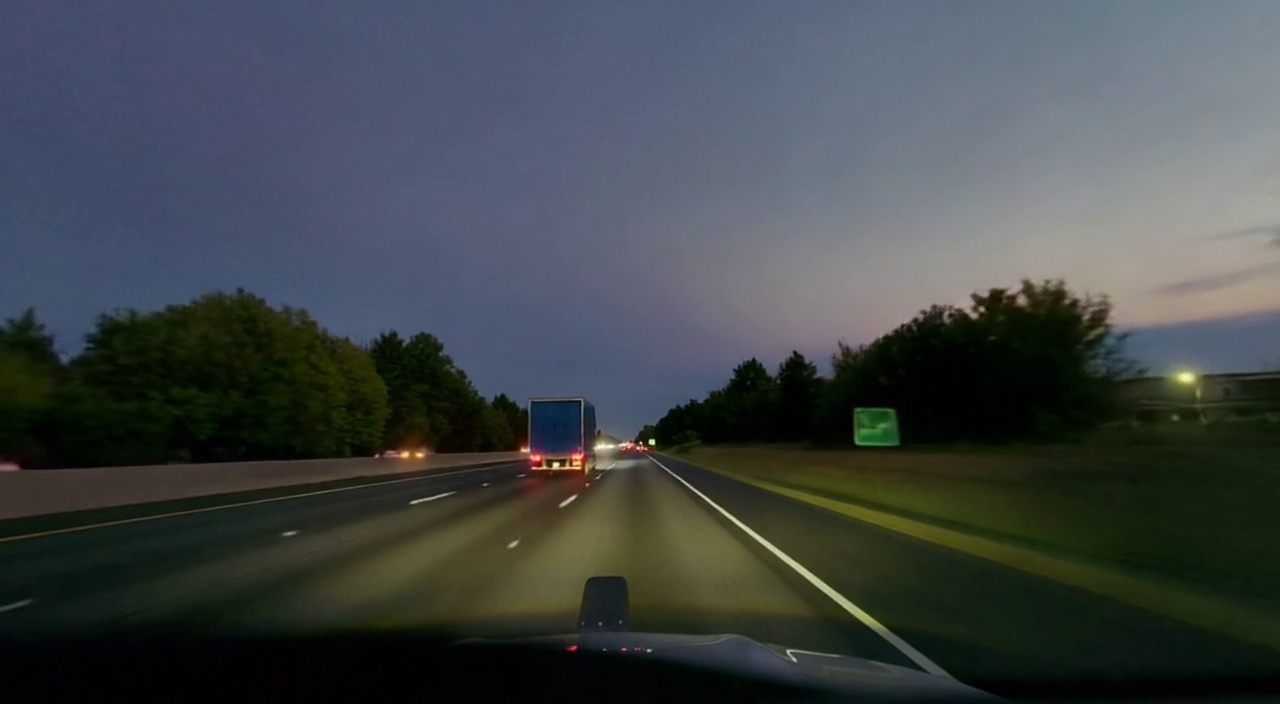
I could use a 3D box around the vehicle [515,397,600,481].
[{"bbox_3d":[-3.553,4.082,29.410,2.874,3.309,8.208,0,-8,0],"label":"vehicle"}]
